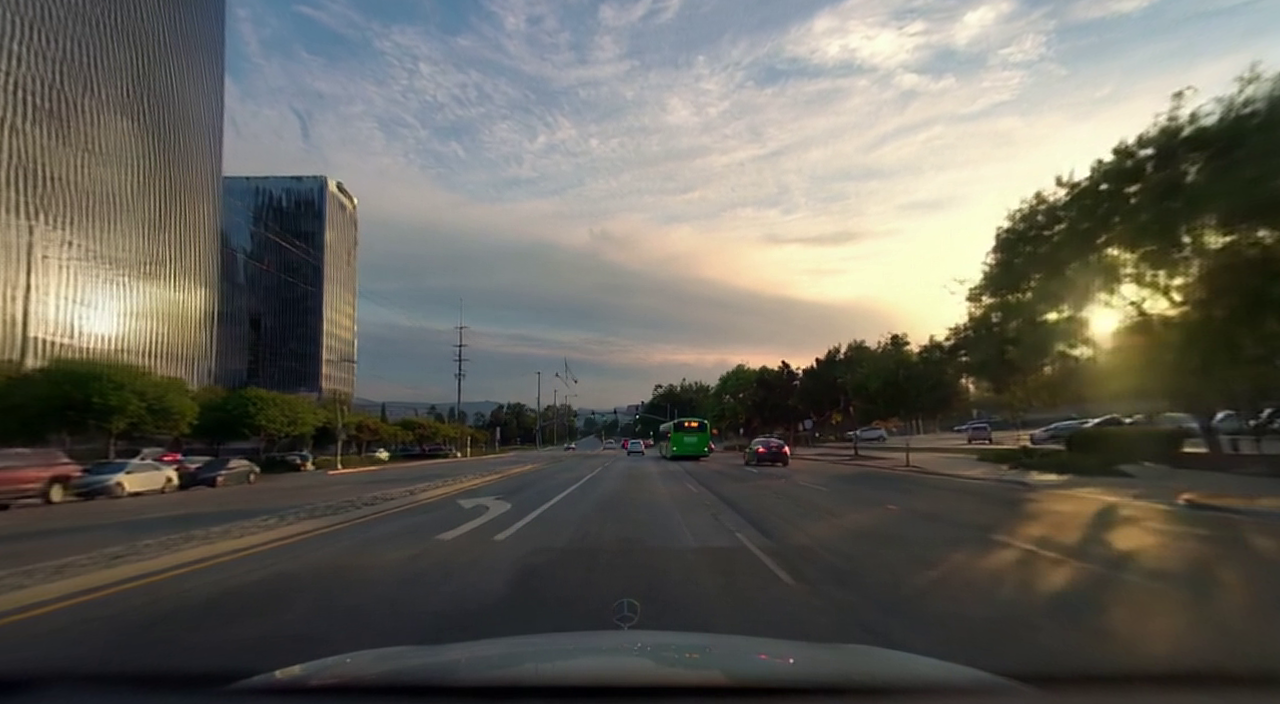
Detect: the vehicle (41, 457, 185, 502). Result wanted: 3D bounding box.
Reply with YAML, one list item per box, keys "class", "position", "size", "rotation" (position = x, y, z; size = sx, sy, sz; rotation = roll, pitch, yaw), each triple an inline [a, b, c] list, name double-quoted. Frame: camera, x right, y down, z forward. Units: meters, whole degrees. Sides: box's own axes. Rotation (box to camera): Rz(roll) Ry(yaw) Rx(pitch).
- class: "vehicle"
  position: [-18.900, 4.558, 22.970]
  size: [1.685, 1.426, 4.247]
  rotation: [0, -9, -2]

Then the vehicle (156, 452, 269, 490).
- class: "vehicle"
  position: [-18.720, 5.196, 27.962]
  size: [1.861, 1.499, 4.605]
  rotation: [0, -9, -1]

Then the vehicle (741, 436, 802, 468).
- class: "vehicle"
  position: [6.520, 5.026, 31.846]
  size: [1.992, 1.447, 4.414]
  rotation: [0, -9, -2]
